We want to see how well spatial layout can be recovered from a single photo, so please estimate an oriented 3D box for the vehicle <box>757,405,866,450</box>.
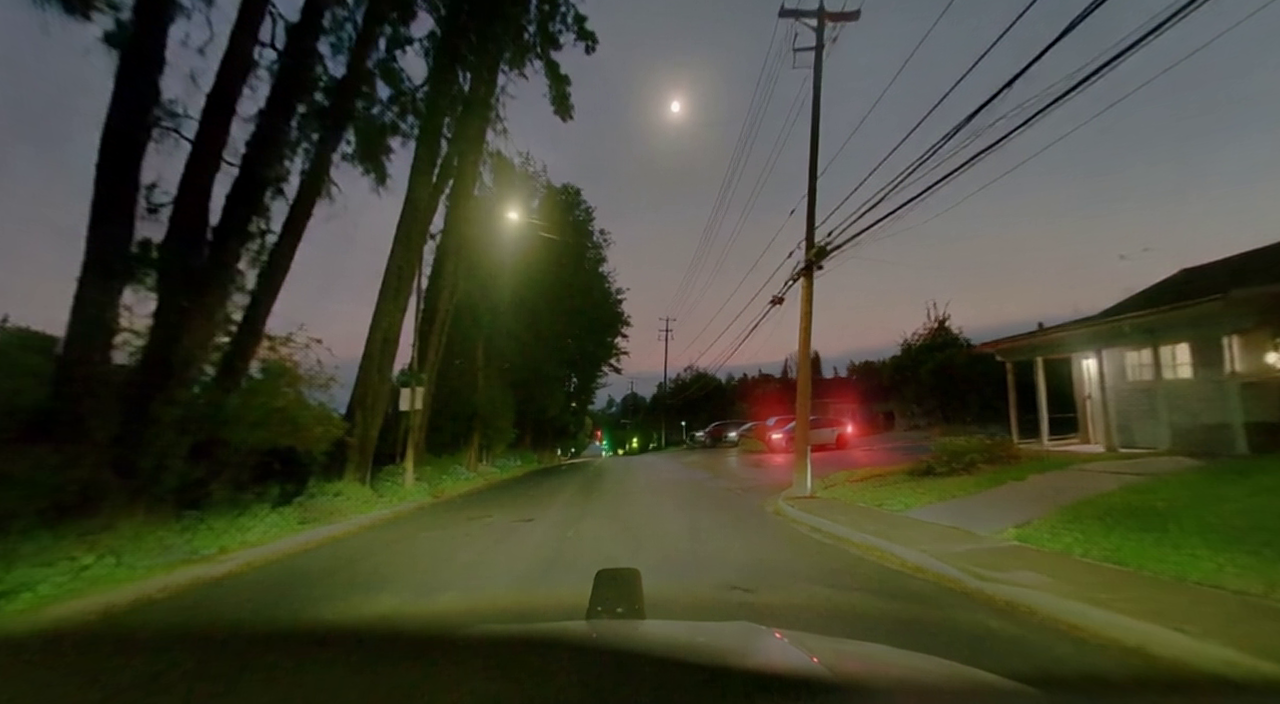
[{"bbox_3d":[8.111,3.634,29.858,4.780,1.984,1.896,4,-9,-23],"label":"vehicle"}]
